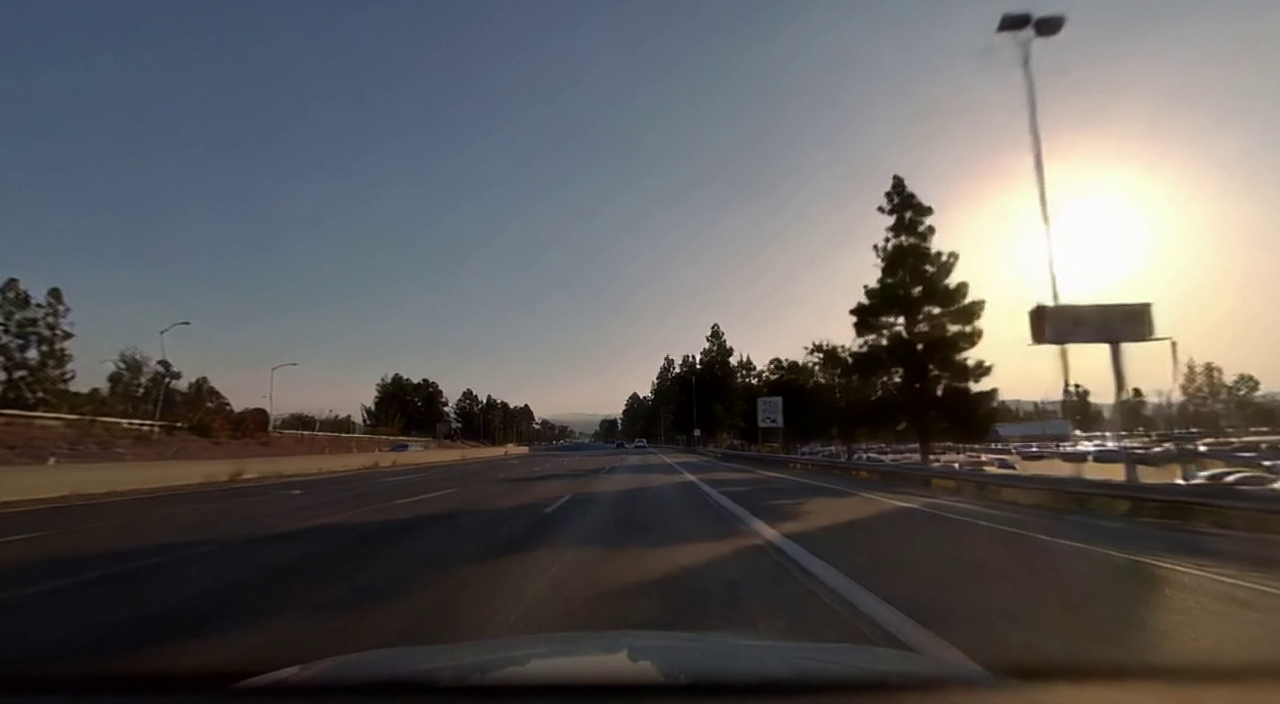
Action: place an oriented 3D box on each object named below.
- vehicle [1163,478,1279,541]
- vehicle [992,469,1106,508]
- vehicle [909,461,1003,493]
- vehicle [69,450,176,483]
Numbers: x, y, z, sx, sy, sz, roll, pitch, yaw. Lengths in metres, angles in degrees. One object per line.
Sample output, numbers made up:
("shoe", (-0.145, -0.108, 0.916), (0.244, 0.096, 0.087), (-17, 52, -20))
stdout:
("vehicle", (16.342, 4.130, 16.705), (3.313, 1.353, 1.630), (-4, -9, 5))
("vehicle", (15.905, 5.318, 24.631), (3.323, 1.358, 1.599), (0, -8, -3))
("vehicle", (16.262, 6.461, 32.596), (3.909, 1.410, 1.657), (-1, -7, -1))
("vehicle", (-24.789, 5.478, 30.407), (1.735, 1.428, 4.003), (0, -8, 1))
